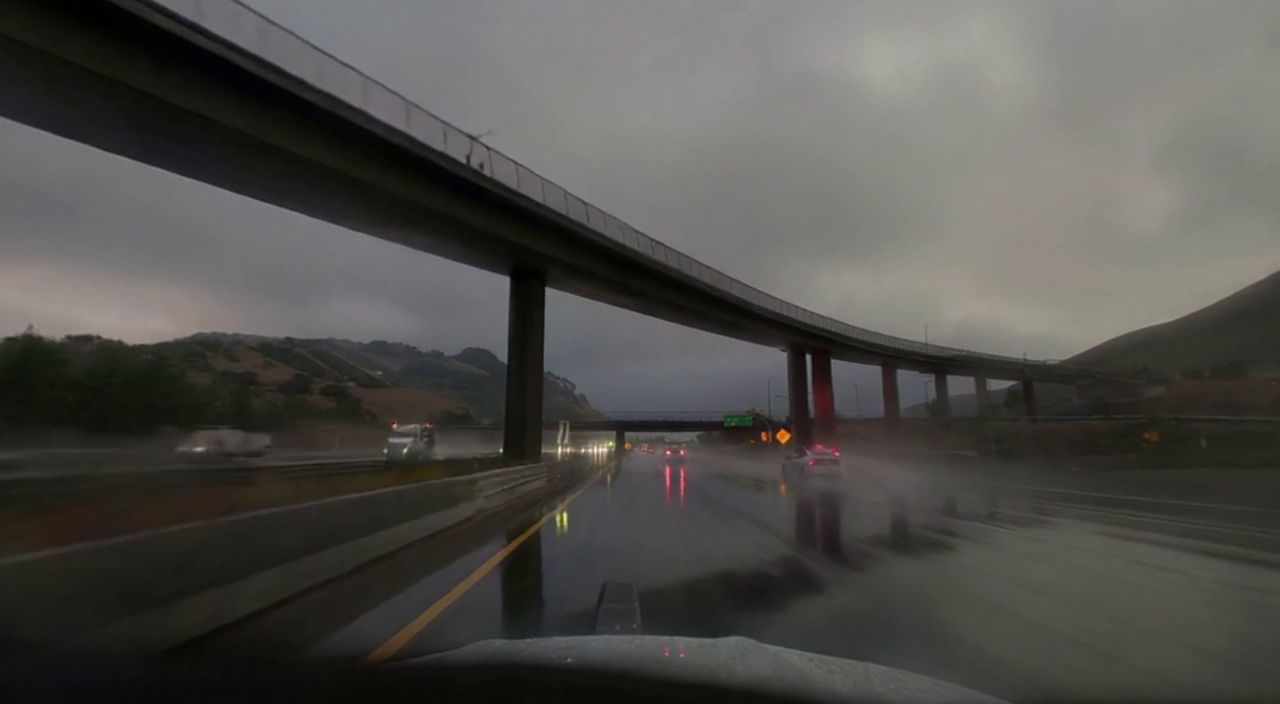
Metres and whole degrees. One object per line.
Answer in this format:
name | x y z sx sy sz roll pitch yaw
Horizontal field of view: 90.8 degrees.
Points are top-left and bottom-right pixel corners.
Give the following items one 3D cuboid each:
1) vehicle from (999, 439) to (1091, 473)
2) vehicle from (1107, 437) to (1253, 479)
vehicle | 20.932 5.396 32.888 1.924 1.594 4.293 -1 -8 0
vehicle | 21.162 4.179 25.071 1.885 1.510 4.372 0 -9 0
